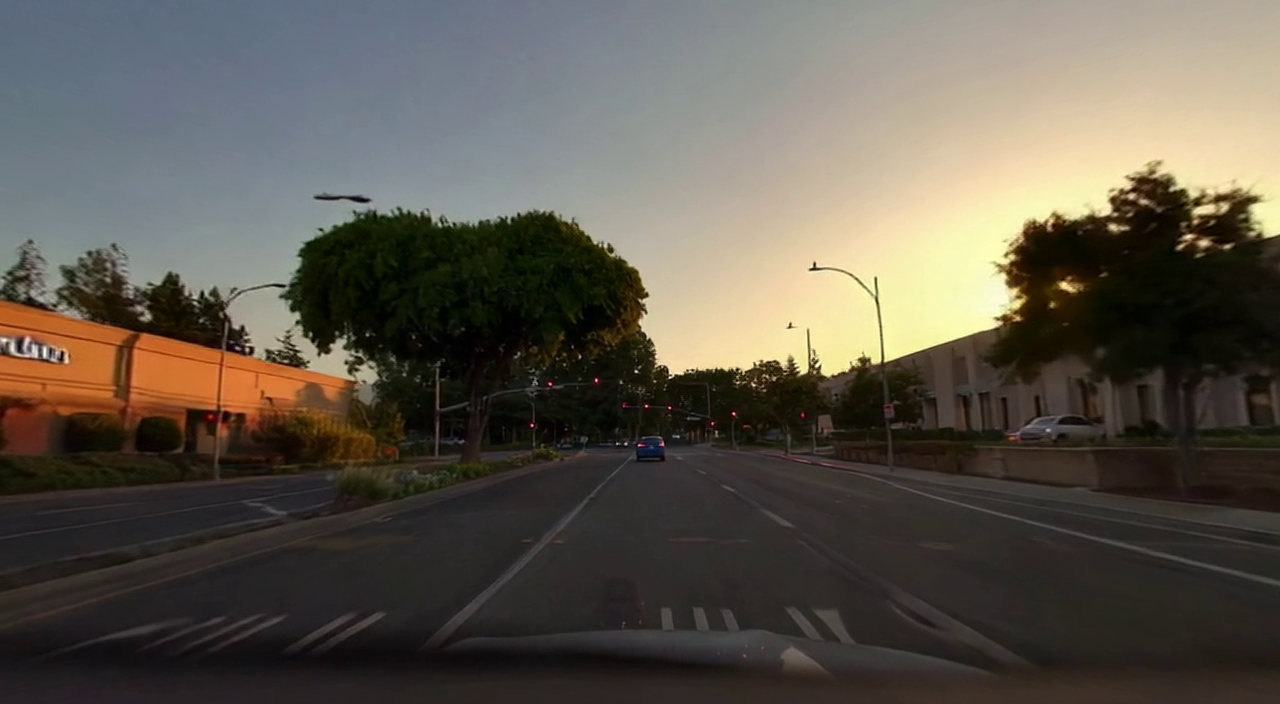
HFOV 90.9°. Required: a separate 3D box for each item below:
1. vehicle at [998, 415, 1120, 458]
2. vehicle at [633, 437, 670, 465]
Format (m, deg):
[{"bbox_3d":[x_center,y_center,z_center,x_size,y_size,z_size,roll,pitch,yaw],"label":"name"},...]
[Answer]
[{"bbox_3d":[23.667,4.887,36.133,2.647,2.185,6.556,-1,-8,2],"label":"vehicle"},{"bbox_3d":[0.598,5.726,36.634,2.028,1.478,4.545,0,-8,-1],"label":"vehicle"}]
